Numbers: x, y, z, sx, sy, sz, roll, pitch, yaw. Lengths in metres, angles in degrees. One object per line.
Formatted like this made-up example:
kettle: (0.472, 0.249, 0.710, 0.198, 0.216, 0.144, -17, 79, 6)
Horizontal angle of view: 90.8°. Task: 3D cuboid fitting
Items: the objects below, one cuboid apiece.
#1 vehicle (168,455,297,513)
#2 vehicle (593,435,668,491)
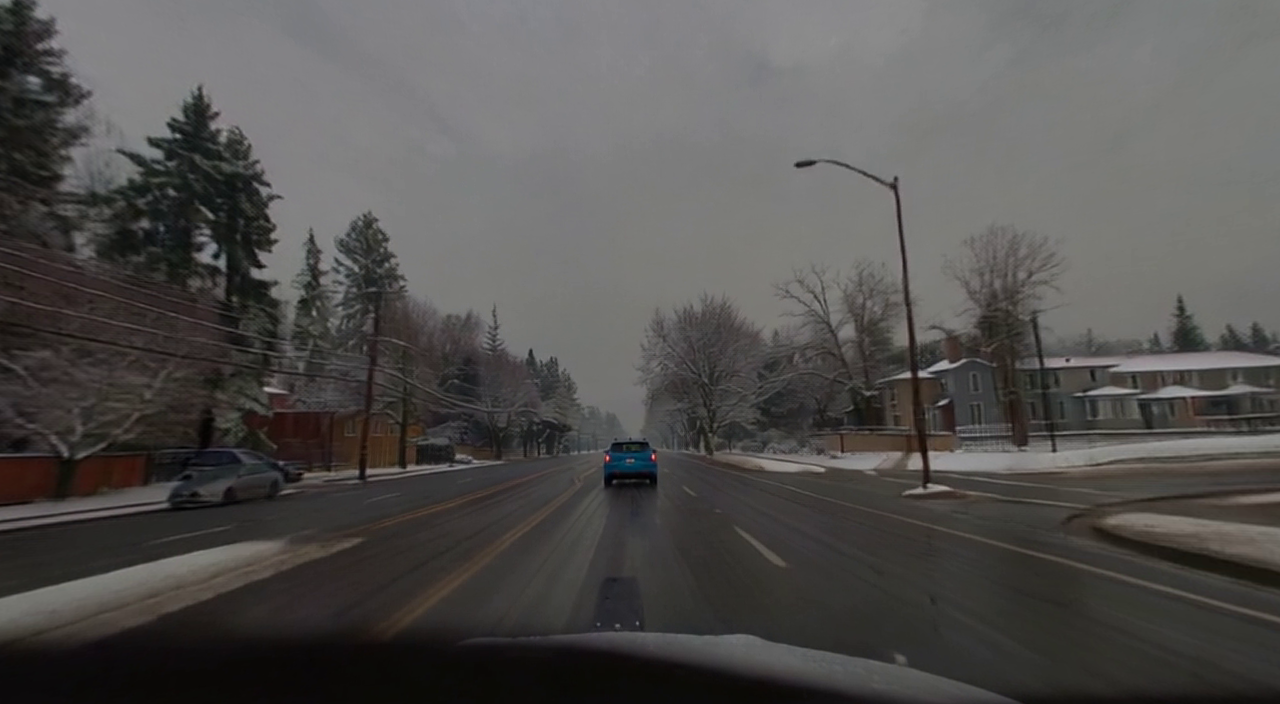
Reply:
vehicle: (-13.918, 4.482, 21.914, 1.900, 1.596, 4.142, -3, -8, -3)
vehicle: (-0.314, 3.567, 20.600, 2.181, 1.639, 4.127, 0, -9, -1)
